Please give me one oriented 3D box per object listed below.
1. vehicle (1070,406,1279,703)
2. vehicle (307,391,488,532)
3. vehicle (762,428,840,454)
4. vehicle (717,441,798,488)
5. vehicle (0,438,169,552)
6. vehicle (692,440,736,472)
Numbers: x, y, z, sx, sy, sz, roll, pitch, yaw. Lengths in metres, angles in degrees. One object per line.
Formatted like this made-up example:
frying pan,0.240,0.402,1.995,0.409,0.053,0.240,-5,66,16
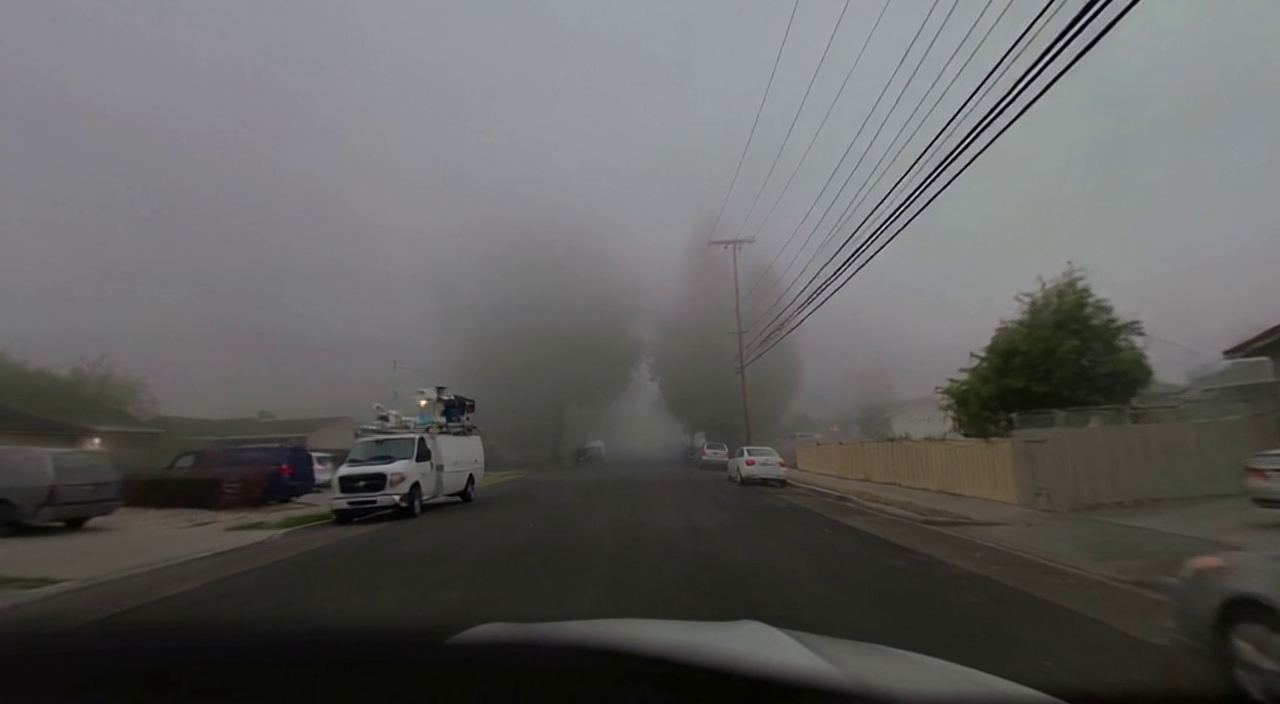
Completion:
vehicle,3.980,0.838,1.772,2.086,1.493,4.927,0,-9,0
vehicle,-5.972,2.784,16.680,2.313,2.875,6.057,-3,-8,1
vehicle,12.390,6.902,48.894,5.447,1.895,2.202,0,-8,1
vehicle,4.185,4.077,23.255,2.016,1.544,4.645,0,-9,-1
vehicle,-12.589,2.577,11.886,5.419,1.885,2.461,0,-9,0
vehicle,4.296,6.099,37.380,2.105,1.755,4.749,0,-9,2
